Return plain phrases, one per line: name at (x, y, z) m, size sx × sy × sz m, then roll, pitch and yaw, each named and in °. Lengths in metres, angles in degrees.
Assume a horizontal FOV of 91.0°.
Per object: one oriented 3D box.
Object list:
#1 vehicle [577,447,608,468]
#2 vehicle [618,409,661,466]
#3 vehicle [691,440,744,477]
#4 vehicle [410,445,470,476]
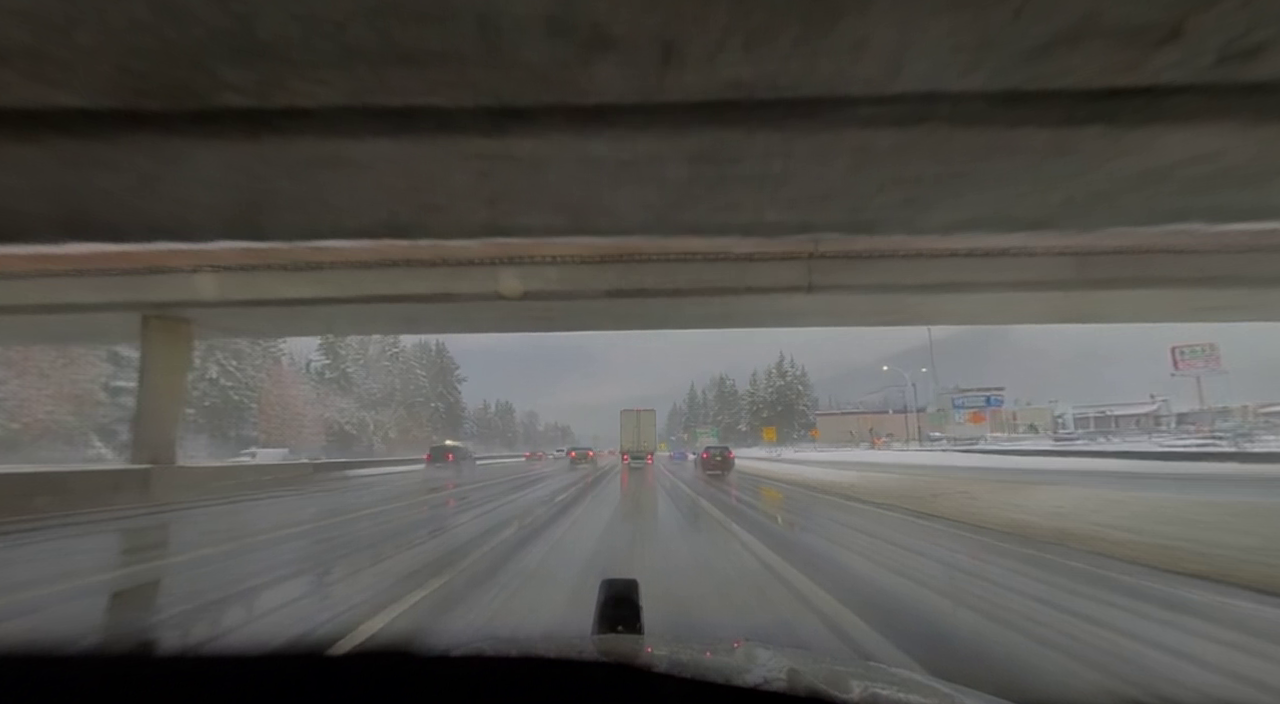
vehicle at (-3.709, 8.241, 49.389) m, size 2.083 × 1.576 × 4.307 m, roll 0°, pitch -9°, yaw 0°
vehicle at (0.125, 6.767, 49.146) m, size 3.012 × 3.928 × 10.262 m, roll 0°, pitch -9°, yaw 2°
vehicle at (3.786, 5.294, 31.484) m, size 2.107 × 1.707 × 4.445 m, roll 0°, pitch -9°, yaw 0°
vehicle at (-11.213, 6.124, 35.626) m, size 1.966 × 1.627 × 4.258 m, roll 0°, pitch -9°, yaw 1°
